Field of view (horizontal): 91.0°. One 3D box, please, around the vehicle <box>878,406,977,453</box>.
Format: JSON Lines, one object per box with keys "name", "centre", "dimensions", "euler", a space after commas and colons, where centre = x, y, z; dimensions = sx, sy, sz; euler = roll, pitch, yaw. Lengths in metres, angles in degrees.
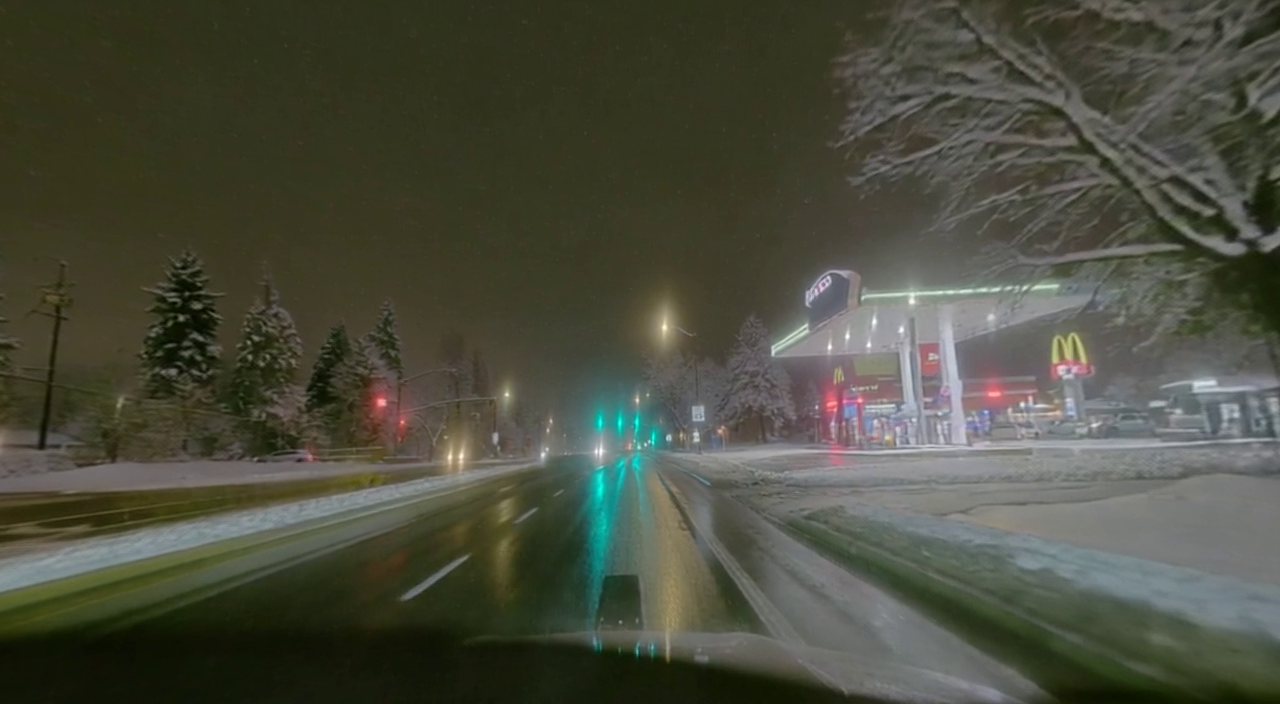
{"name": "vehicle", "centre": [16.004, 4.358, 34.976], "dimensions": [5.529, 2.395, 2.399], "euler": [6, -10, -35]}
